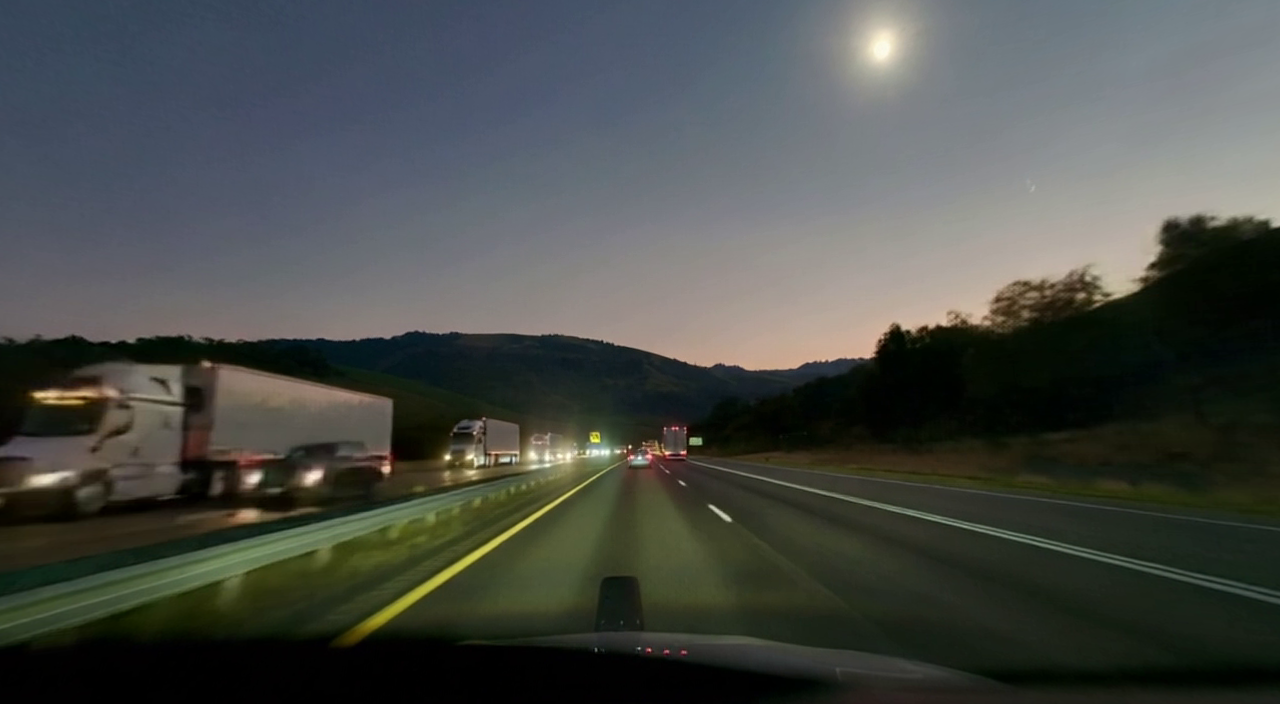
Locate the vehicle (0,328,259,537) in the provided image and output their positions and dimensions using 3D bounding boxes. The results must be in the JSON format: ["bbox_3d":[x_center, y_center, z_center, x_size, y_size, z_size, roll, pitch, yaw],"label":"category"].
[{"bbox_3d":[-12.687,1.963,15.134,3.002,3.963,6.351,0,-9,-1],"label":"vehicle"}]

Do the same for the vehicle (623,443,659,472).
[{"bbox_3d":[0.026,6.610,39.592,2.137,1.689,4.051,0,-9,-1],"label":"vehicle"}]

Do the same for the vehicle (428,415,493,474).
[{"bbox_3d":[-12.969,6.742,46.030,2.949,3.947,5.850,0,-9,0],"label":"vehicle"}]

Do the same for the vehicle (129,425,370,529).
[{"bbox_3d":[-8.477,2.753,14.538,2.292,1.917,5.174,0,-9,-1],"label":"vehicle"}]
